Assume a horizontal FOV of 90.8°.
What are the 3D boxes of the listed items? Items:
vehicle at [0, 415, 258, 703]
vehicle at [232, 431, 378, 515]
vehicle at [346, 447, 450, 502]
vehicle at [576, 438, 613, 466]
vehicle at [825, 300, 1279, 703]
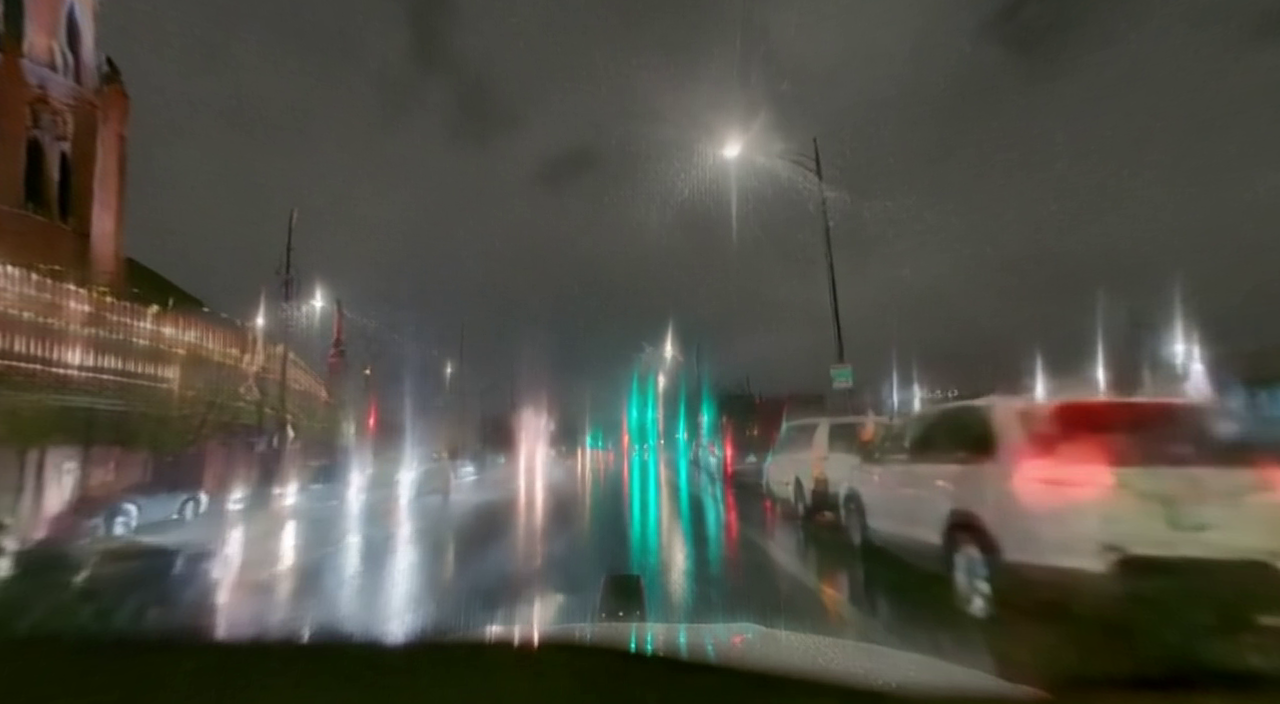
[{"bbox_3d":[-3.270,0.875,1.276,2.089,1.547,4.635,0,-8,0],"label":"vehicle"},{"bbox_3d":[-12.296,4.429,23.844,2.410,2.733,5.630,0,-8,-1],"label":"vehicle"},{"bbox_3d":[-8.962,4.511,23.871,2.078,1.810,4.568,-1,-8,0],"label":"vehicle"},{"bbox_3d":[-3.257,7.296,46.232,2.293,1.936,4.737,-1,-8,0],"label":"vehicle"},{"bbox_3d":[3.315,1.112,5.183,2.032,1.918,5.469,0,-8,1],"label":"vehicle"}]
